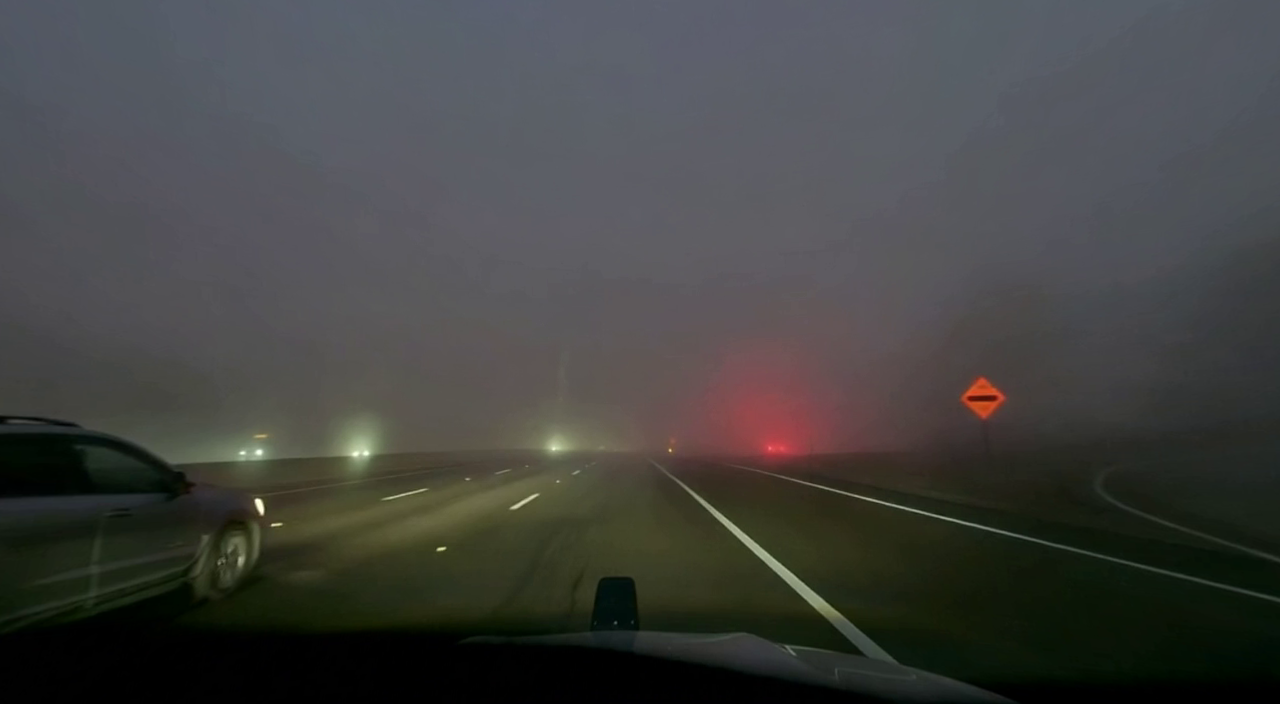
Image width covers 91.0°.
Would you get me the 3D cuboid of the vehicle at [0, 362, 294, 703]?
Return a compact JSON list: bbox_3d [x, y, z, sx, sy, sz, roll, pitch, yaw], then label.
[{"bbox_3d":[-4.136,0.890,2.955,2.200,1.662,5.091,0,-8,-1],"label":"vehicle"}]
